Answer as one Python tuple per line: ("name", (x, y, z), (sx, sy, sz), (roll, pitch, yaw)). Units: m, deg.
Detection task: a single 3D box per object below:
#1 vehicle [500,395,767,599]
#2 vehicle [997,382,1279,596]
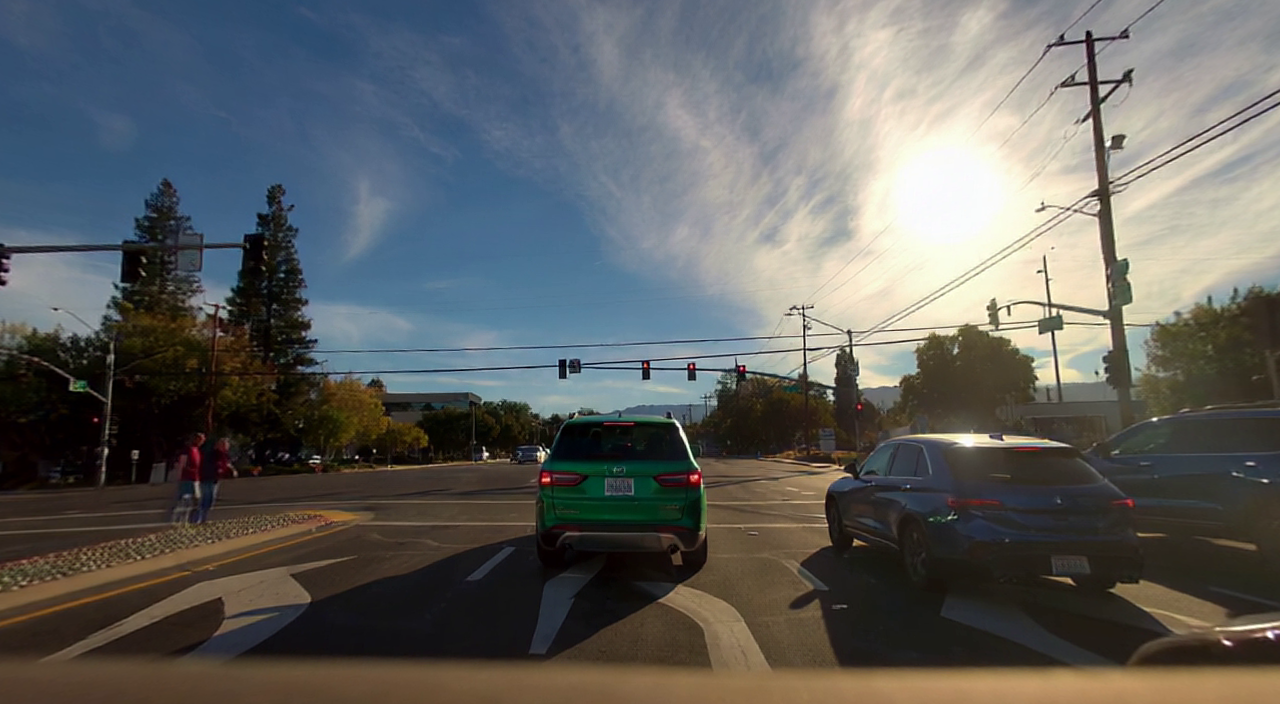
("vehicle", (-0.093, 1.561, 7.636), (2.285, 1.729, 4.252), (0, -9, -1))
("vehicle", (6.574, 1.445, 7.237), (2.119, 1.827, 4.806), (0, -9, 0))
